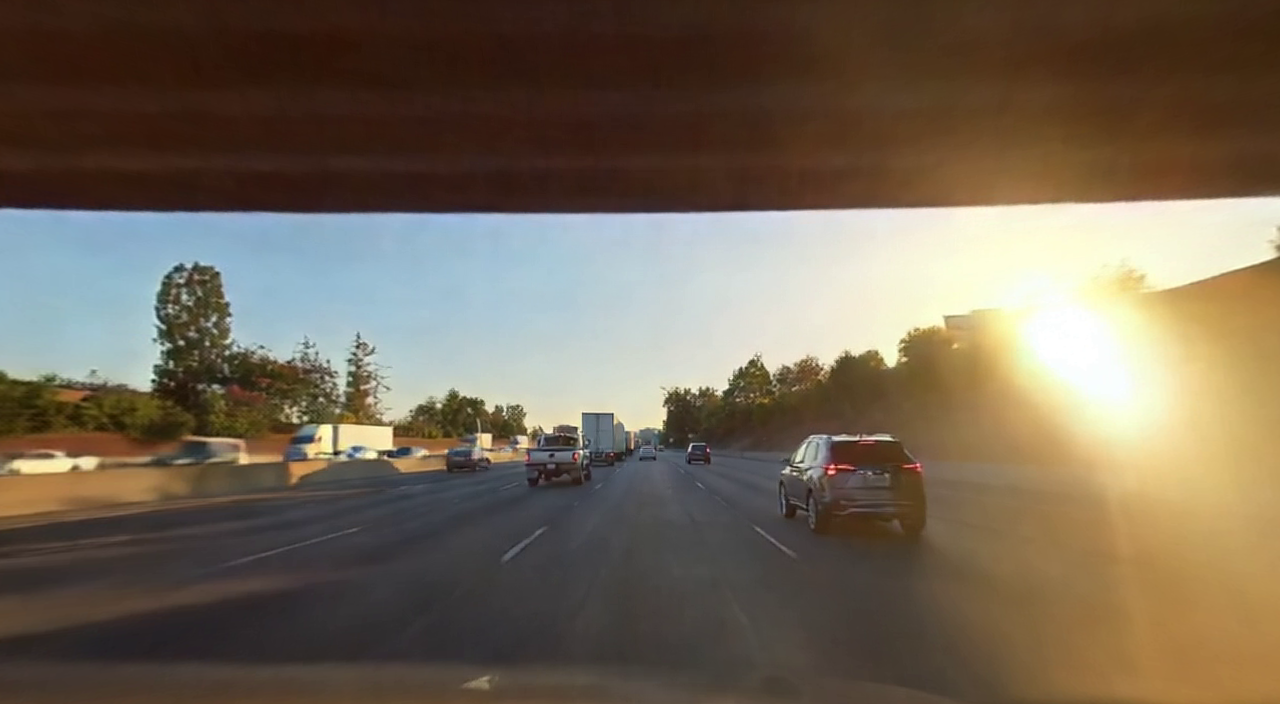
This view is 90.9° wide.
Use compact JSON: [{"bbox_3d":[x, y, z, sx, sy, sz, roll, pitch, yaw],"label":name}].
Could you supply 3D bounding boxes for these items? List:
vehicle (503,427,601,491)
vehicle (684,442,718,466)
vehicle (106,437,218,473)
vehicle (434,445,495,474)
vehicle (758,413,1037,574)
[{"bbox_3d":[-3.043,3.952,23.691,2.645,2.023,6.491,-1,-9,1],"label":"vehicle"},{"bbox_3d":[4.494,7.602,46.963,2.026,1.661,3.865,0,-9,-1],"label":"vehicle"},{"bbox_3d":[-21.393,4.626,28.447,2.145,1.512,3.656,0,-9,0],"label":"vehicle"},{"bbox_3d":[-9.707,5.982,35.279,1.981,1.495,4.834,0,-9,1],"label":"vehicle"},{"bbox_3d":[3.117,1.816,8.854,2.028,1.658,4.334,0,-9,0],"label":"vehicle"}]
